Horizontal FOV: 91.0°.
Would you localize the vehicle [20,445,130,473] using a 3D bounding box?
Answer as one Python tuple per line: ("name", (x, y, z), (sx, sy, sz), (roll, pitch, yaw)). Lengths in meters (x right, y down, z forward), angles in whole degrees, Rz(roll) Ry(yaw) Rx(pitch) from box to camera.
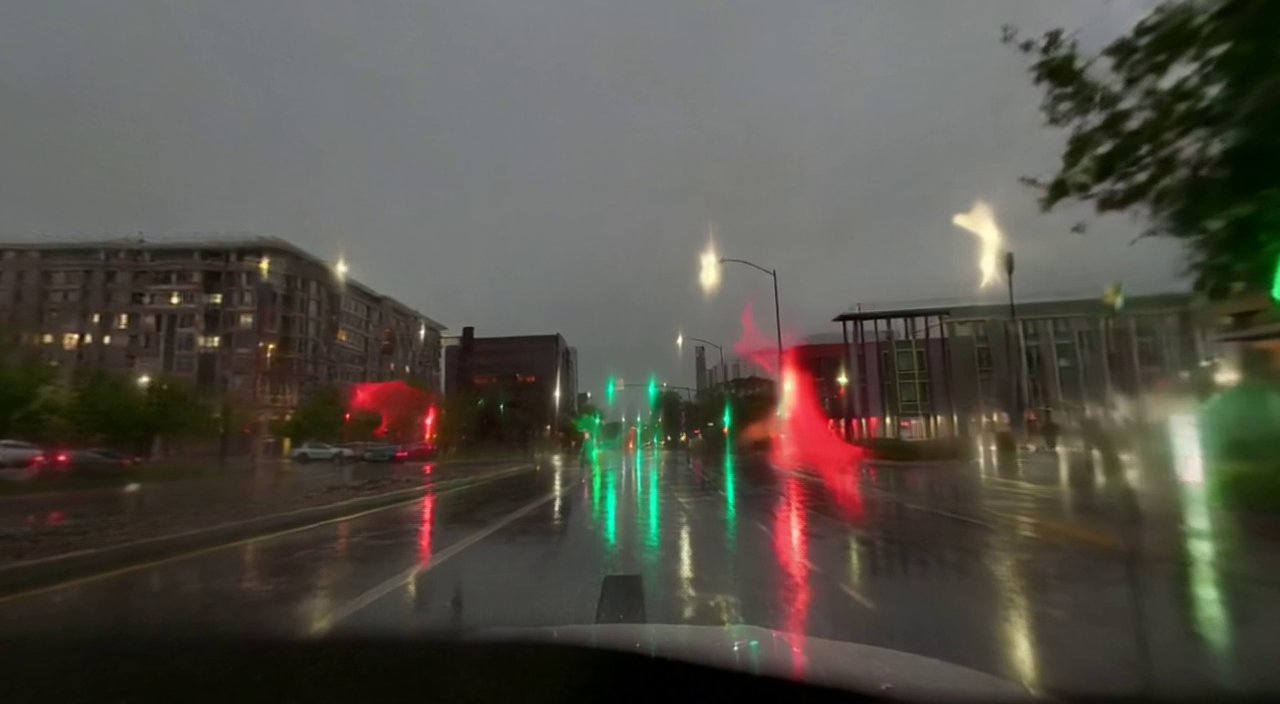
("vehicle", (-32.076, 6.094, 35.956), (1.852, 1.485, 4.683), (0, -9, 1))
